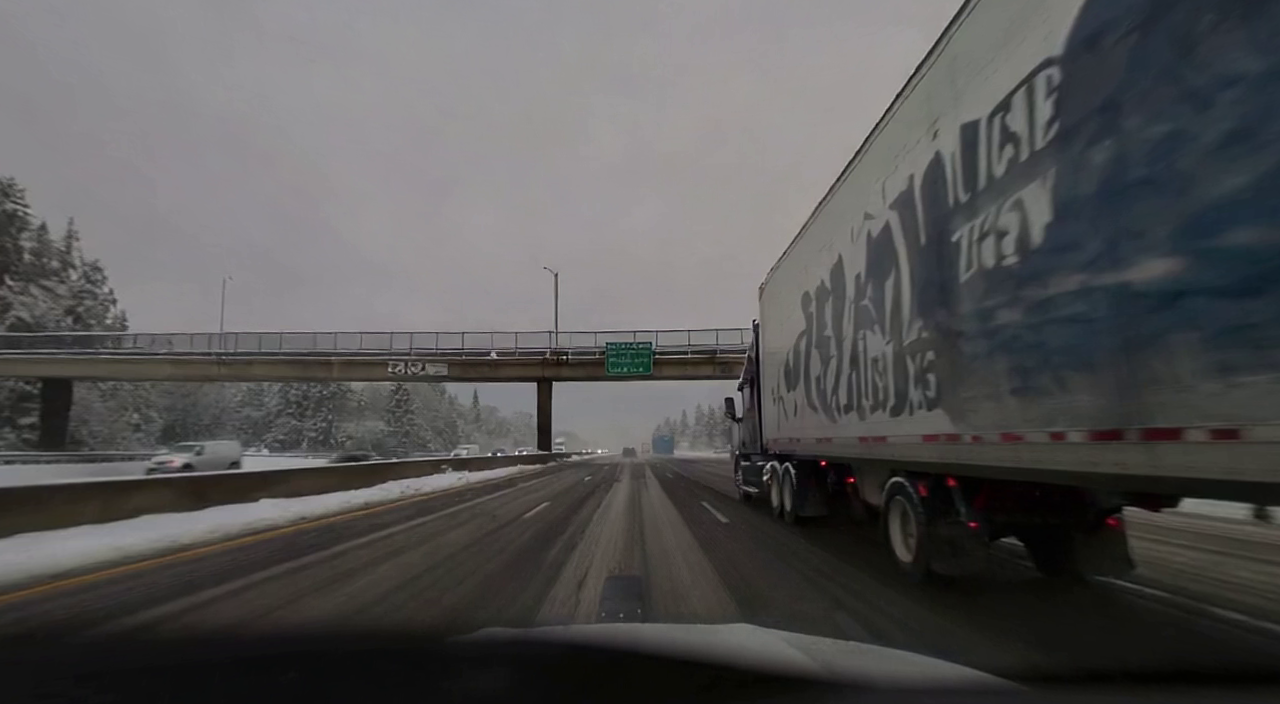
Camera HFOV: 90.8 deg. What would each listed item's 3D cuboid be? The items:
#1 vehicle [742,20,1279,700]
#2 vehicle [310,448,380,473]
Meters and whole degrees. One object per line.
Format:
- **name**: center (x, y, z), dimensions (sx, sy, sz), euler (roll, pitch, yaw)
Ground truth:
- **vehicle**: center (3.397, 0.436, 7.521), dimensions (3.210, 4.239, 7.307), euler (0, -9, 1)
- **vehicle**: center (-17.553, 6.455, 37.791), dimensions (2.164, 1.436, 4.171), euler (0, -9, 0)
